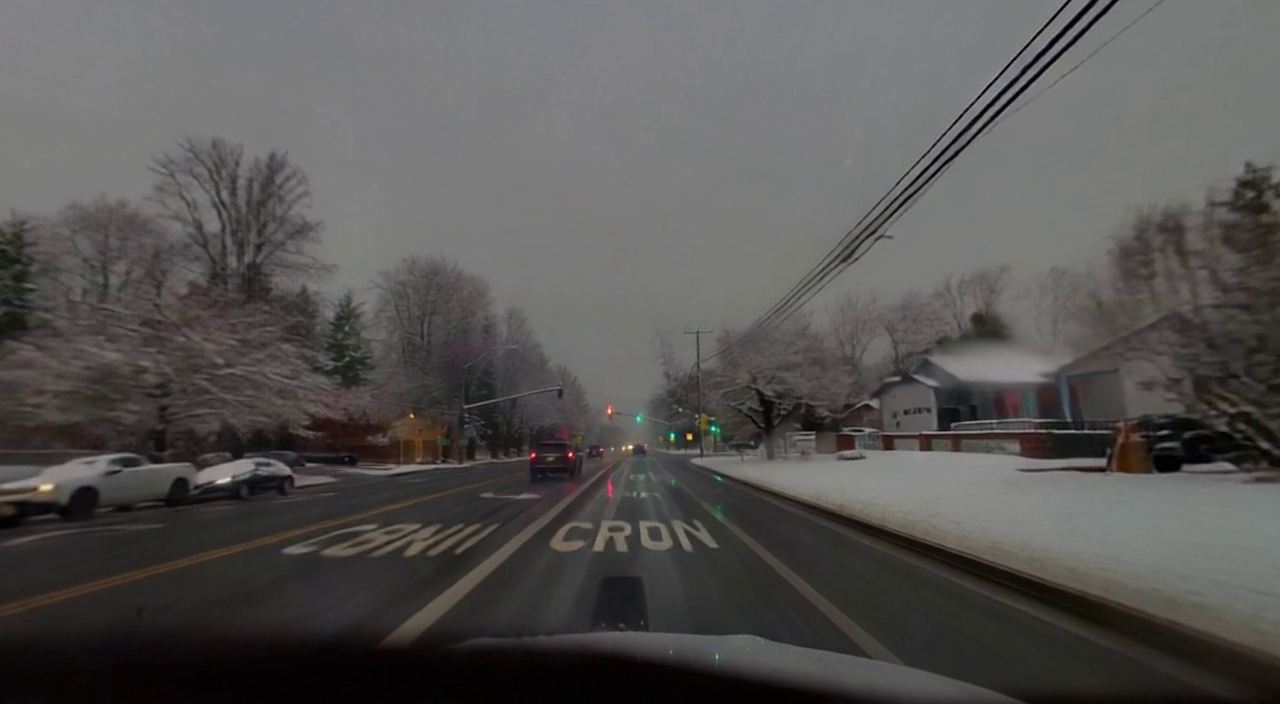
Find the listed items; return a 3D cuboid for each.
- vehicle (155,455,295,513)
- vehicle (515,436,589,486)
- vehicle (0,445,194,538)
[{"bbox_3d":[-14.244,4.493,21.996,1.860,1.490,4.542,-4,-7,0],"label":"vehicle"},{"bbox_3d":[-3.185,4.059,23.855,2.084,1.701,4.734,0,-8,1],"label":"vehicle"},{"bbox_3d":[-14.105,3.435,16.231,1.972,1.887,4.777,-3,-7,-3],"label":"vehicle"}]
